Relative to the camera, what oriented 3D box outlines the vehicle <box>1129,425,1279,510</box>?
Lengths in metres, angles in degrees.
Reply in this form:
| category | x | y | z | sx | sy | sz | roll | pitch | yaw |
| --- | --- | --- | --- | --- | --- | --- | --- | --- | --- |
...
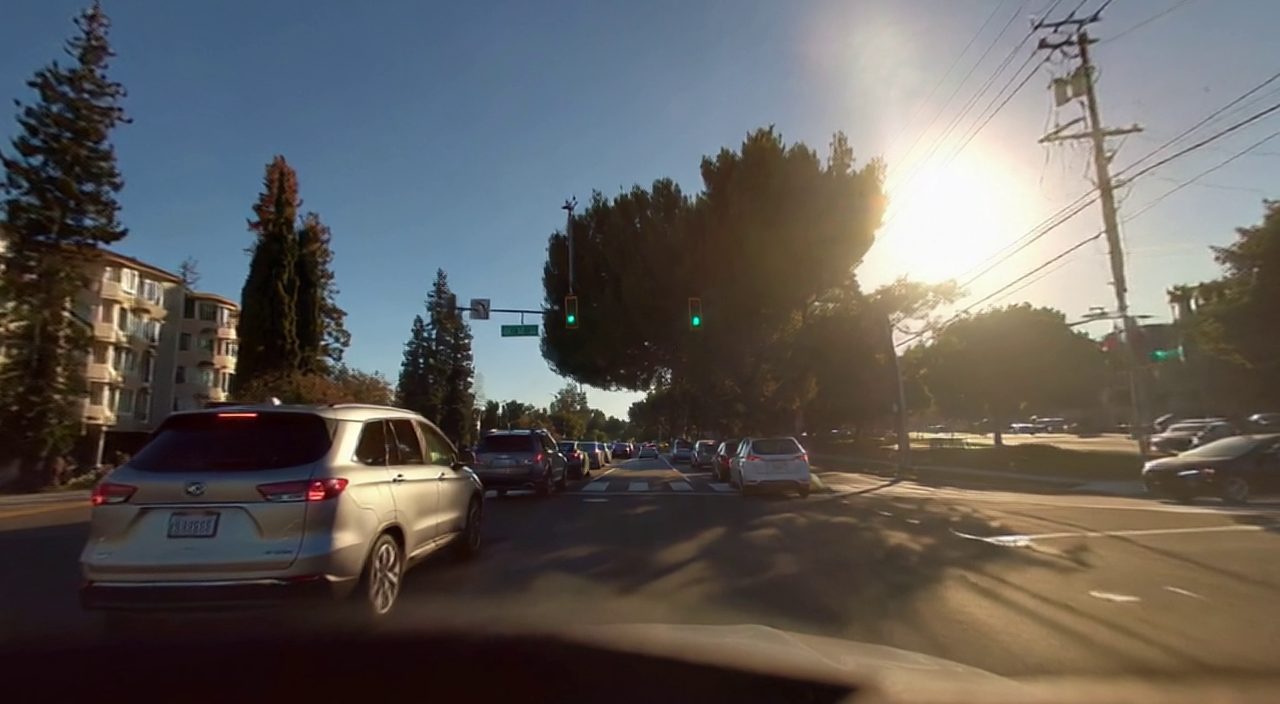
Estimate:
| category | x | y | z | sx | sy | sz | roll | pitch | yaw |
| --- | --- | --- | --- | --- | --- | --- | --- | --- | --- |
| vehicle | 12.807 | 2.298 | 12.690 | 4.119 | 1.574 | 2.028 | -3 | -9 | 19 |

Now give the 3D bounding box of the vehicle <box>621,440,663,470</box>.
| category | x | y | z | sx | sy | sz | roll | pitch | yaw |
| --- | --- | --- | --- | --- | --- | --- | --- | --- | --- |
| vehicle | 0.115 | 5.613 | 34.516 | 2.185 | 1.515 | 4.215 | 0 | -8 | 0 |

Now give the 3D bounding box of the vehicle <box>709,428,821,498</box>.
| category | x | y | z | sx | sy | sz | roll | pitch | yaw |
| --- | --- | --- | --- | --- | --- | --- | --- | --- | --- |
| vehicle | 3.383 | 3.116 | 18.069 | 2.201 | 1.734 | 4.564 | 0 | -8 | -1 |

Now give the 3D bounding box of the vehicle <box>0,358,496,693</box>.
| category | x | y | z | sx | sy | sz | roll | pitch | yaw |
| --- | --- | --- | --- | --- | --- | --- | --- | --- | --- |
| vehicle | -2.903 | 1.225 | 5.548 | 2.127 | 1.754 | 4.287 | 0 | -8 | 2 |

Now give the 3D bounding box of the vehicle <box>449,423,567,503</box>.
| category | x | y | z | sx | sy | sz | roll | pitch | yaw |
| --- | --- | --- | --- | --- | --- | --- | --- | --- | --- |
| vehicle | -3.145 | 2.748 | 15.972 | 1.958 | 1.744 | 4.315 | 0 | -8 | 1 |
